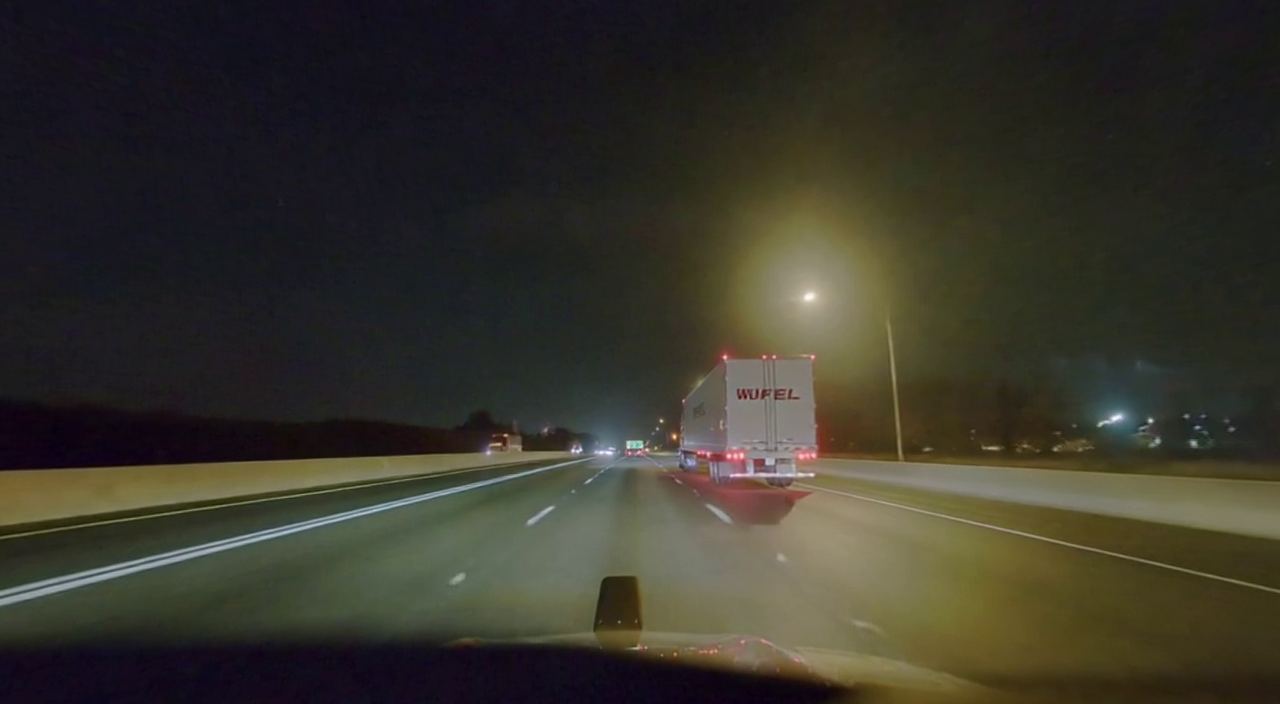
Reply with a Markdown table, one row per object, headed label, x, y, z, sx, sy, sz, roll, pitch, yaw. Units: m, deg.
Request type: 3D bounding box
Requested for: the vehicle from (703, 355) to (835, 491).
| label | x | y | z | sx | sy | sz | roll | pitch | yaw |
| --- | --- | --- | --- | --- | --- | --- | --- | --- | --- |
| vehicle | 4.205 | 2.738 | 22.822 | 2.869 | 4.013 | 8.610 | 0 | -9 | 0 |
